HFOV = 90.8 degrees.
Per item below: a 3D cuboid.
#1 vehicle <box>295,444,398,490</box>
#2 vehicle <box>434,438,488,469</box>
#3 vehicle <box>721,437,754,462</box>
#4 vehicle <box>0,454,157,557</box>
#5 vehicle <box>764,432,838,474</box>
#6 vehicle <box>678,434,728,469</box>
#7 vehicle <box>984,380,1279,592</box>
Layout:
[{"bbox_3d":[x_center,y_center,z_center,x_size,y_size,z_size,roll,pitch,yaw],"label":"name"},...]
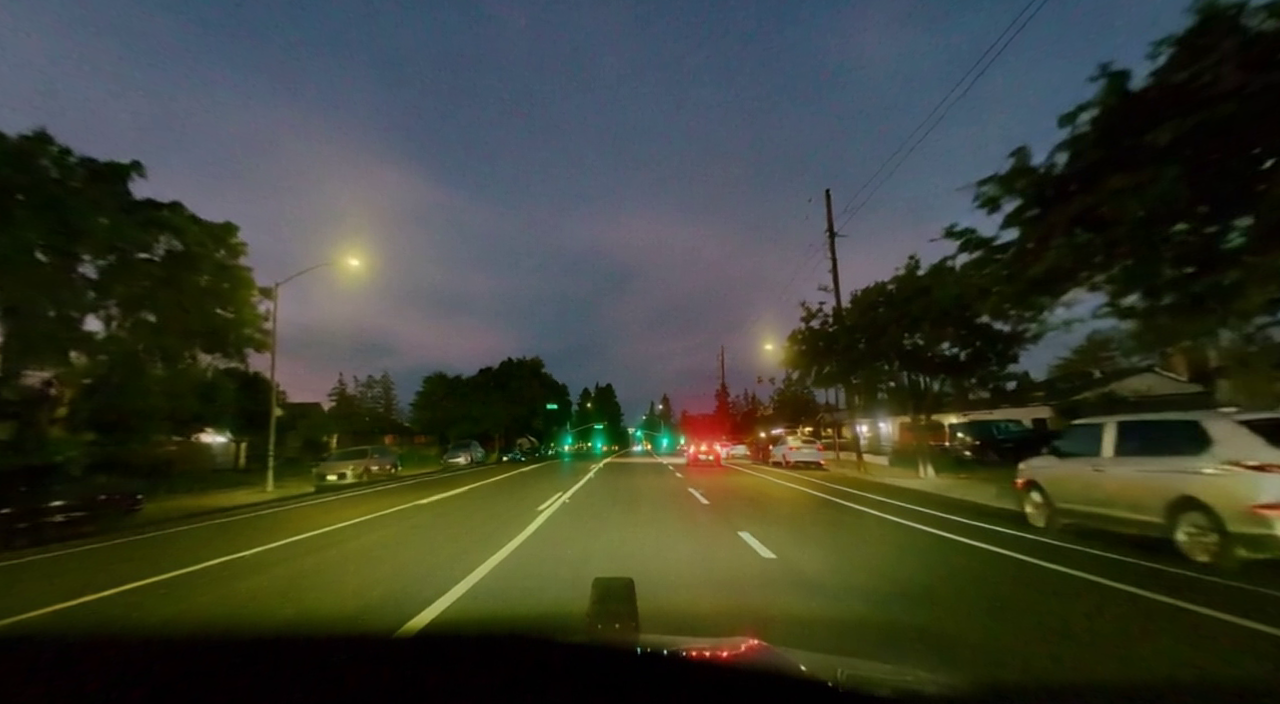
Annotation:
[{"bbox_3d":[-11.548,4.526,25.291,1.953,1.649,4.648,0,-8,-1],"label":"vehicle"},{"bbox_3d":[-11.545,6.578,41.149,2.181,1.920,4.570,0,-8,0],"label":"vehicle"},{"bbox_3d":[7.620,7.655,49.791,1.873,1.867,4.673,0,-8,0],"label":"vehicle"},{"bbox_3d":[-11.308,2.646,11.141,1.916,1.612,4.700,0,-8,-1],"label":"vehicle"},{"bbox_3d":[7.525,4.784,30.161,2.071,1.793,5.072,0,-8,-1],"label":"vehicle"},{"bbox_3d":[3.075,4.970,31.793,1.951,1.620,4.582,0,-8,-1],"label":"vehicle"},{"bbox_3d":[7.570,1.659,8.426,2.175,2.157,6.330,0,-8,-2],"label":"vehicle"}]
